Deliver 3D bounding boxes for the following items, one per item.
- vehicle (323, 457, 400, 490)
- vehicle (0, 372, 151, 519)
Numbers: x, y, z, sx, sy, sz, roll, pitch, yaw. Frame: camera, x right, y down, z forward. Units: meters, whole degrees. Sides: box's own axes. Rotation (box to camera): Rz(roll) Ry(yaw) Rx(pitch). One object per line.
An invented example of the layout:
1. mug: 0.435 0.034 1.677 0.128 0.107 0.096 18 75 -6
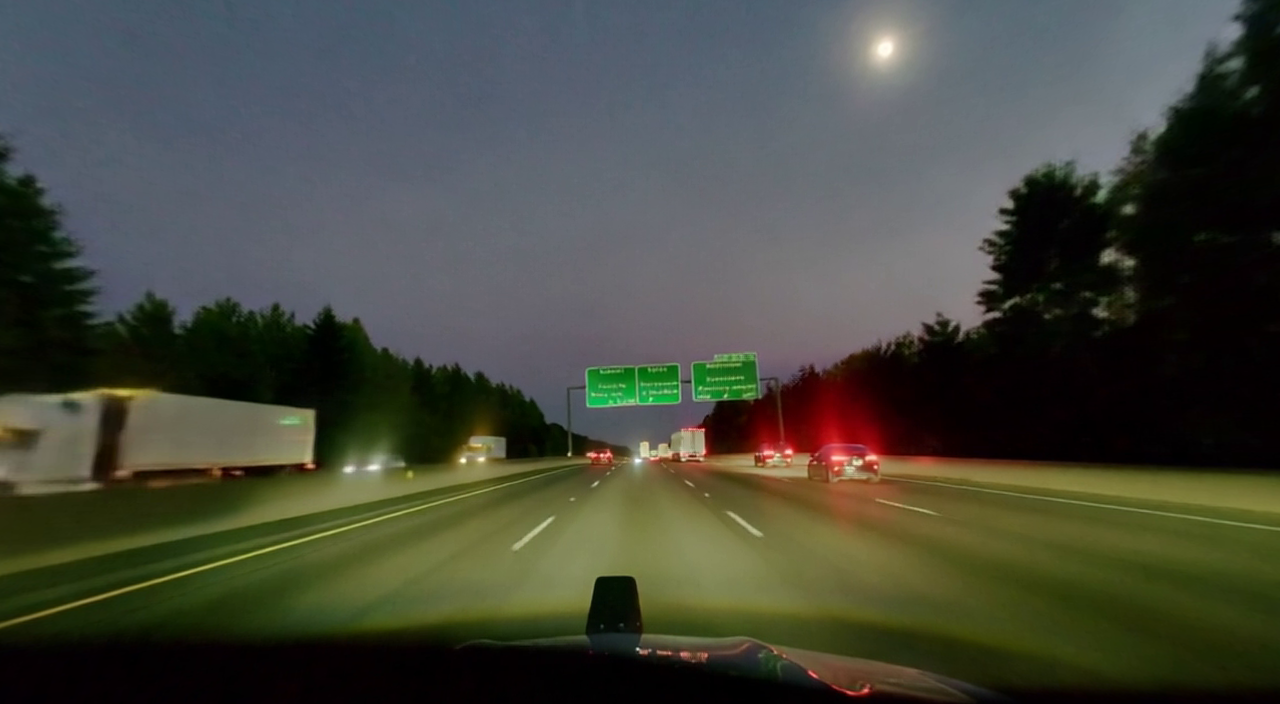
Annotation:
1. vehicle: -14.378 6.267 32.826 1.999 1.486 4.479 0 -9 0
2. vehicle: -18.779 2.852 19.104 3.008 3.926 5.831 0 -9 0
